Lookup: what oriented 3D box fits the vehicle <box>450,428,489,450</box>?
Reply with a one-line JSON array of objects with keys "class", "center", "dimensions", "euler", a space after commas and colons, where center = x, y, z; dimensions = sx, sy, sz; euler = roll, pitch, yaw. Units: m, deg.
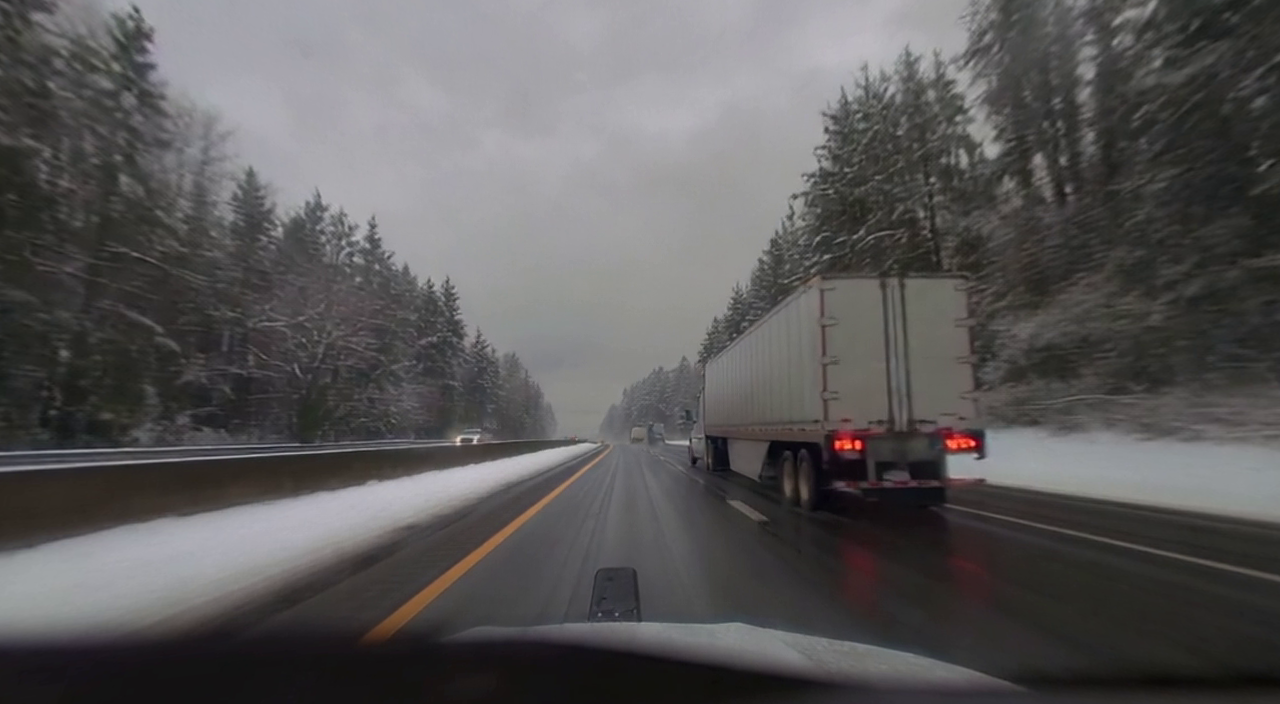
[{"class": "vehicle", "center": [-12.818, 6.587, 47.720], "dimensions": [1.885, 1.570, 4.173], "euler": [0, -8, -1]}]

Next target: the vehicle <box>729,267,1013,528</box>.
[{"class": "vehicle", "center": [4.095, 1.207, 13.929], "dimensions": [2.861, 3.991, 8.583], "euler": [0, -8, -1]}]
